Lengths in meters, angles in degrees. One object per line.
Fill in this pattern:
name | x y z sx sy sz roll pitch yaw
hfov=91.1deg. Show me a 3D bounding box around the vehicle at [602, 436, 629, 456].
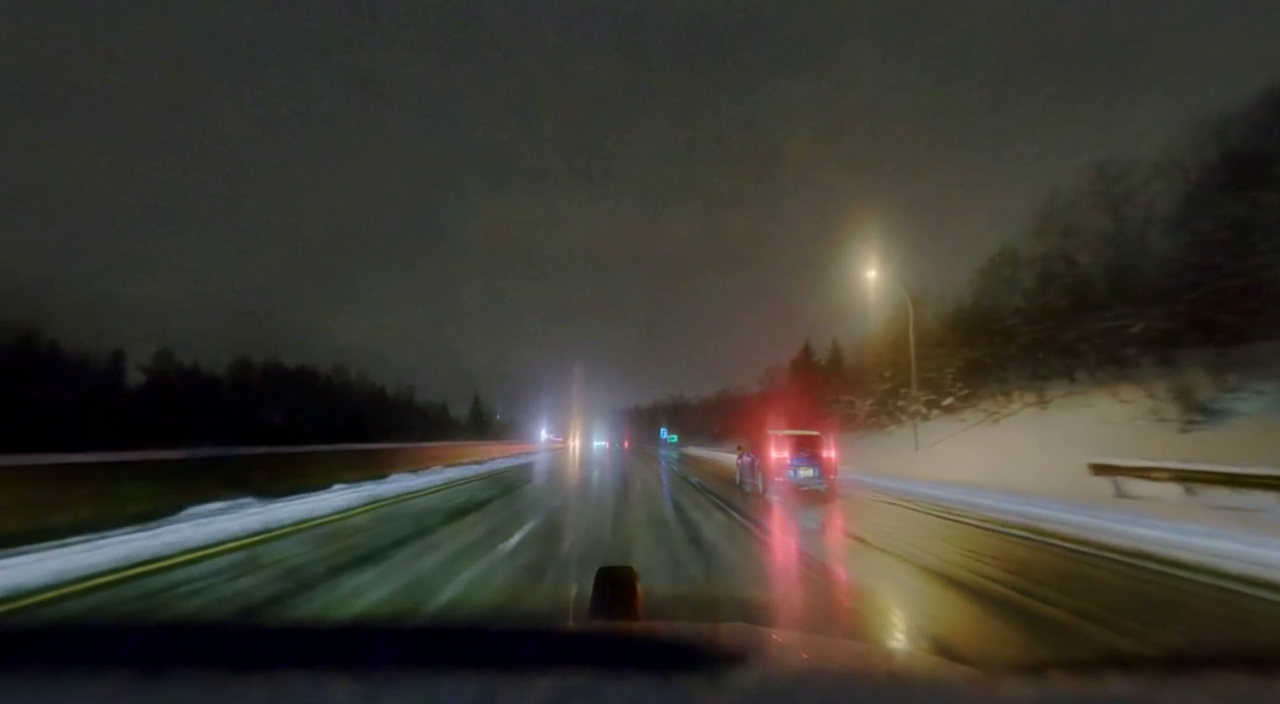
vehicle | -1.938 7.401 49.461 2.025 1.519 3.924 0 -8 -2
